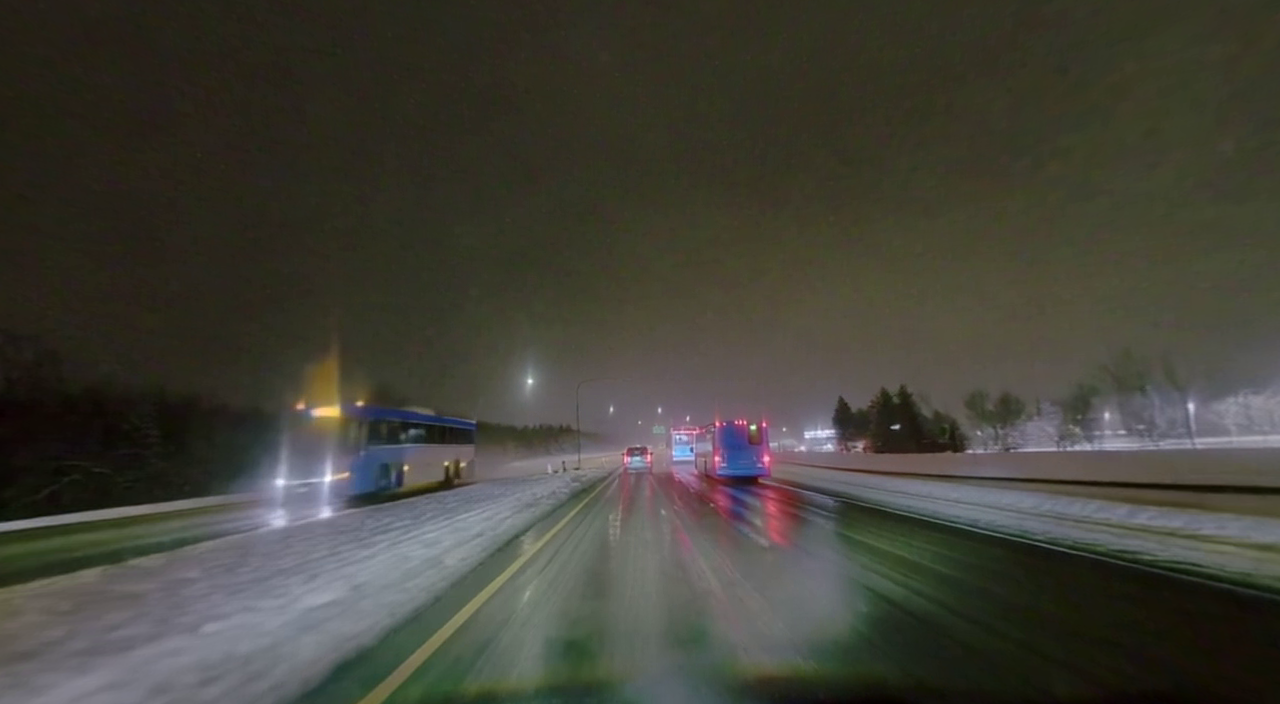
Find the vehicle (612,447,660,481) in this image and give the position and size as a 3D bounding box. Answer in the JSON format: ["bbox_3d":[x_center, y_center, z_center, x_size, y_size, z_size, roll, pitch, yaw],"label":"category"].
[{"bbox_3d":[-0.194,5.026,28.516,2.004,1.449,3.817,0,-9,-1],"label":"vehicle"}]

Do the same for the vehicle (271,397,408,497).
[{"bbox_3d":[-13.409,4.350,28.892,3.007,4.034,6.288,0,-9,0],"label":"vehicle"}]

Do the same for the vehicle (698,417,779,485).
[{"bbox_3d":[4.060,4.263,27.186,2.440,2.555,5.957,0,-9,-1],"label":"vehicle"}]
